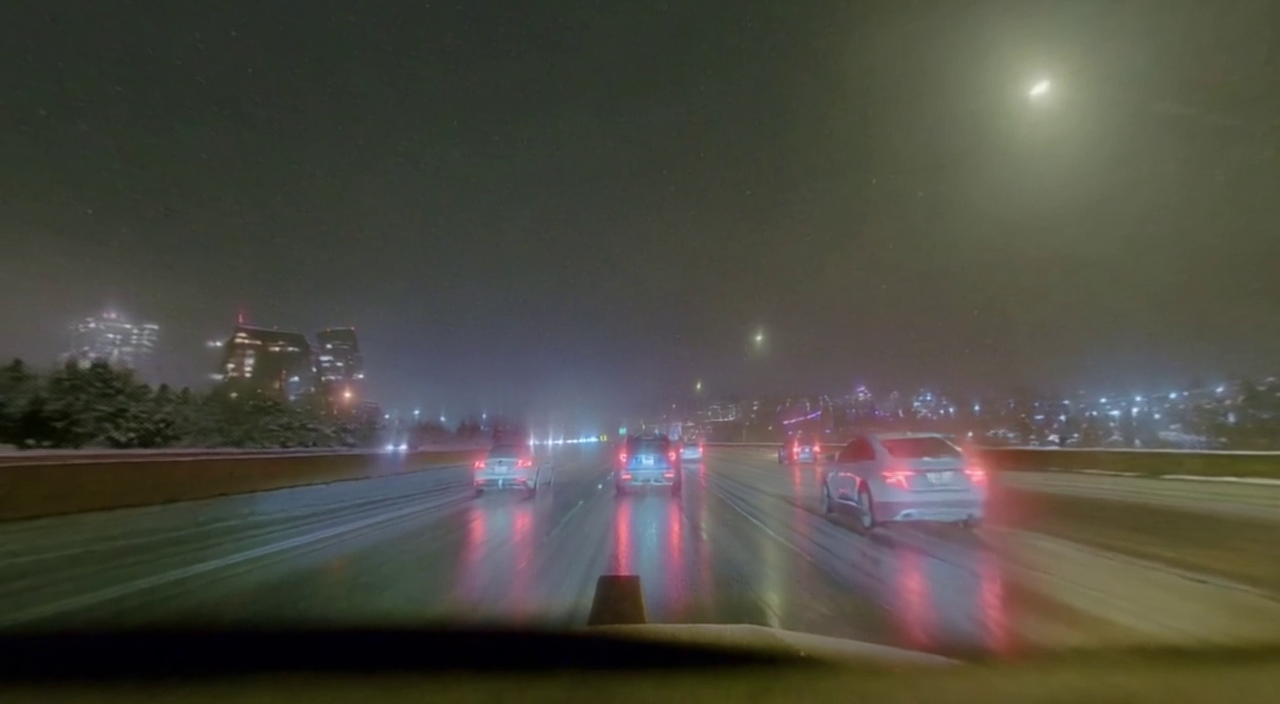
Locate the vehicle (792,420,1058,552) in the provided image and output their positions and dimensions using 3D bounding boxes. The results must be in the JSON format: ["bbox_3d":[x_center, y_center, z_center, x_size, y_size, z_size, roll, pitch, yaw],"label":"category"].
[{"bbox_3d":[4.071,1.990,9.997,2.210,1.625,4.249,0,-8,0],"label":"vehicle"}]

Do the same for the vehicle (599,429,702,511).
[{"bbox_3d":[0.229,2.705,14.846,2.099,1.640,4.134,0,-8,0],"label":"vehicle"}]

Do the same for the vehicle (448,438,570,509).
[{"bbox_3d":[-3.091,2.967,15.912,2.011,1.510,4.698,0,-8,1],"label":"vehicle"}]
